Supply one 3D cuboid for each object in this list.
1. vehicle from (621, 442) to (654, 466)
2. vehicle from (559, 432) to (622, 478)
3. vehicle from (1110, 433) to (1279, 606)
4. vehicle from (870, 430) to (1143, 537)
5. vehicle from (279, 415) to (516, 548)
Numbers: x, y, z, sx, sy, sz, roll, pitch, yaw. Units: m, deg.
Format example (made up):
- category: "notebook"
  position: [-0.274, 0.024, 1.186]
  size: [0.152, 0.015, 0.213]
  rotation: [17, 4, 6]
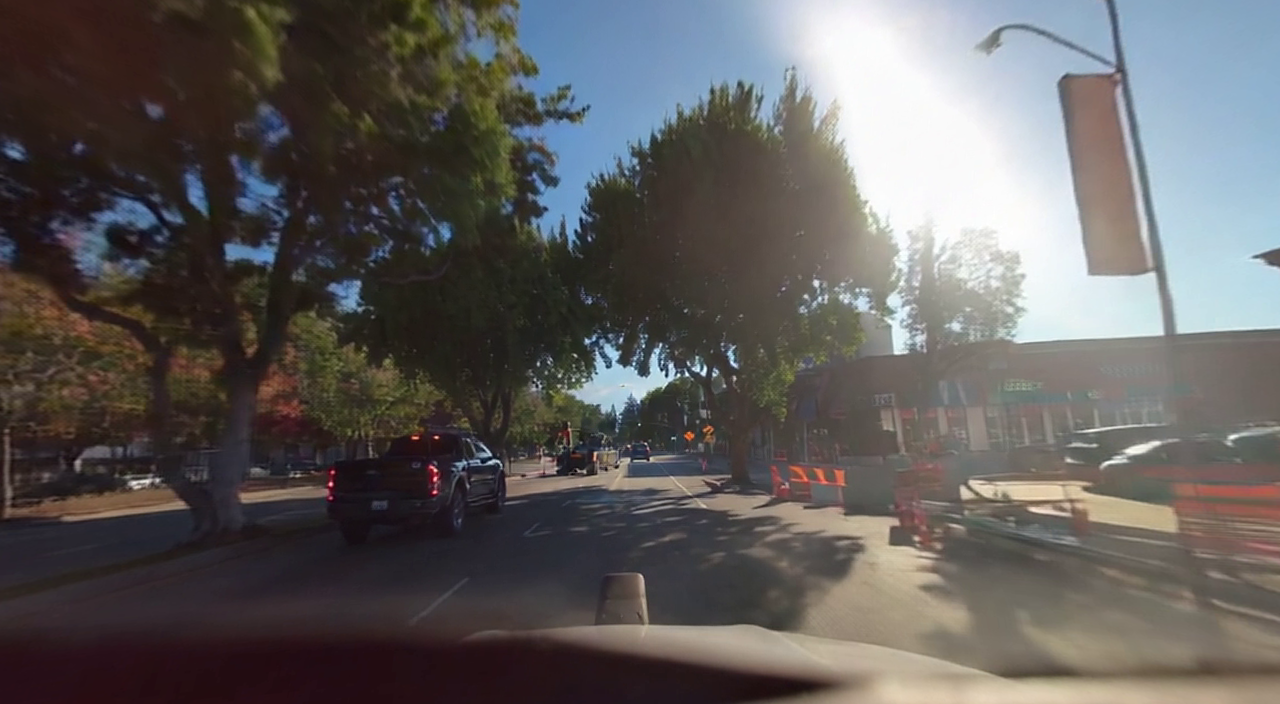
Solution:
- category: "vehicle"
  position: [-0.227, 7.866, 48.871]
  size: [2.413, 1.748, 4.406]
  rotation: [0, -8, -1]
- category: "vehicle"
  position: [-2.322, 5.094, 31.546]
  size: [2.424, 2.063, 5.678]
  rotation: [-1, -9, 3]
- category: "vehicle"
  position: [6.695, 1.386, 4.963]
  size: [2.012, 1.523, 5.204]
  rotation: [0, -9, 0]
- category: "vehicle"
  position: [6.652, 2.419, 12.367]
  size: [2.126, 1.642, 4.888]
  rotation: [0, -9, -4]
- category: "vehicle"
  position: [-3.719, 2.085, 10.823]
  size: [2.327, 1.775, 4.430]
  rotation: [0, -9, -1]
